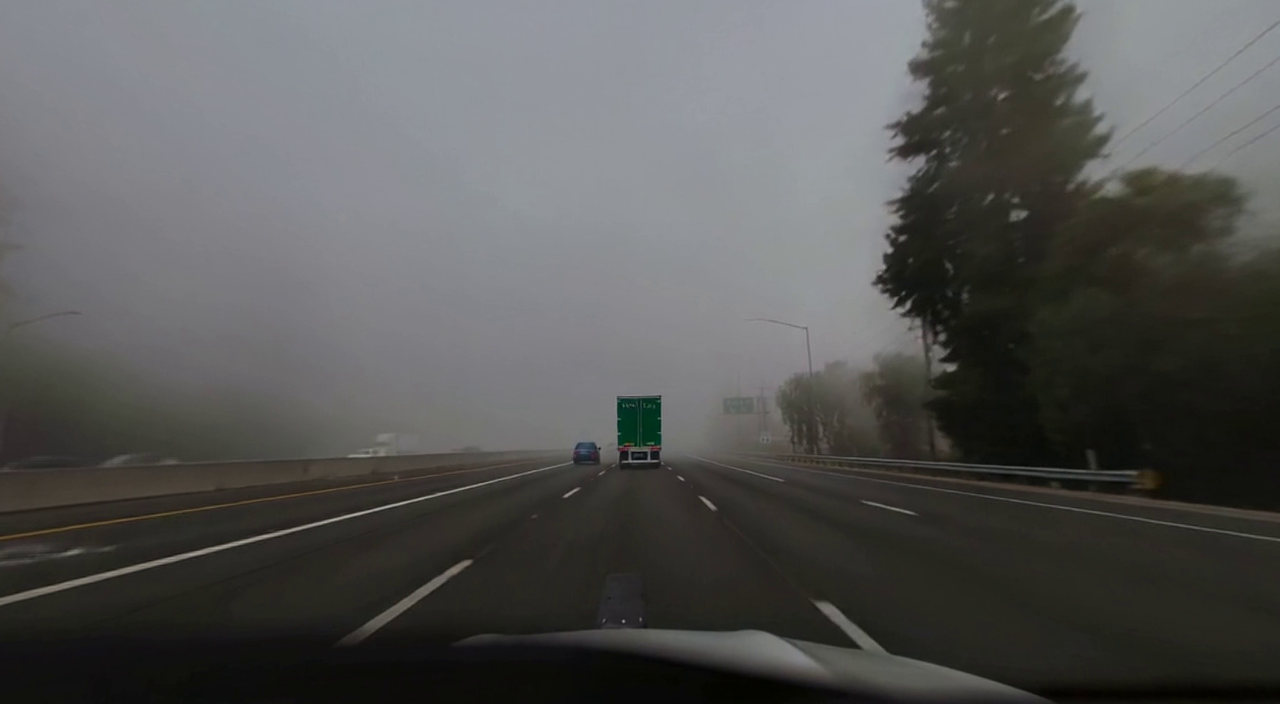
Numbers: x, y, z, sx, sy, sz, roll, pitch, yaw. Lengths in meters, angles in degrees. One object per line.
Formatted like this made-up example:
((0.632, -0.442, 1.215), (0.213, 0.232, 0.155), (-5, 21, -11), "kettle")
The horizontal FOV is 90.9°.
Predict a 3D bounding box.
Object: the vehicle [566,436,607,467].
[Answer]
((-3.472, 6.672, 42.297), (2.293, 1.923, 5.141), (0, -8, 0), "vehicle")

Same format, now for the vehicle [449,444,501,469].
((-10.676, 6.754, 41.199), (2.012, 1.509, 4.789), (0, -8, 1), "vehicle")

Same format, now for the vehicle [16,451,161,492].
((-22.431, 4.853, 25.940), (1.873, 1.445, 4.518), (0, -8, 1), "vehicle")

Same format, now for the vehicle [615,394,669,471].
((0.134, 5.276, 40.556), (2.879, 4.085, 13.125), (0, -8, 0), "vehicle")
